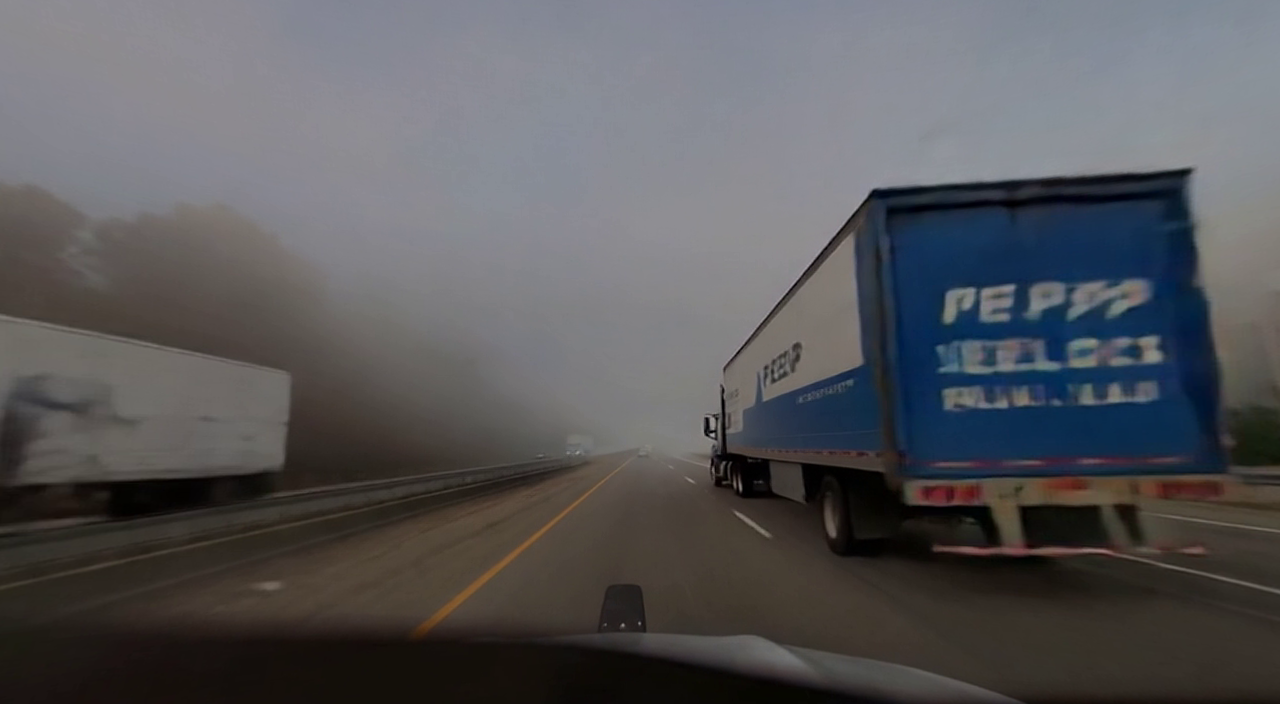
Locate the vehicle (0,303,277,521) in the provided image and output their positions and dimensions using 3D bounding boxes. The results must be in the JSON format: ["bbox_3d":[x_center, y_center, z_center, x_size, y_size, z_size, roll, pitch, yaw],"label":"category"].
[{"bbox_3d":[-13.129,1.474,13.832,3.302,3.833,12.408,0,-9,-2],"label":"vehicle"}]

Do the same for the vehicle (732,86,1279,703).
[{"bbox_3d":[4.044,1.098,10.364,3.341,4.269,12.252,0,-9,1],"label":"vehicle"}]
